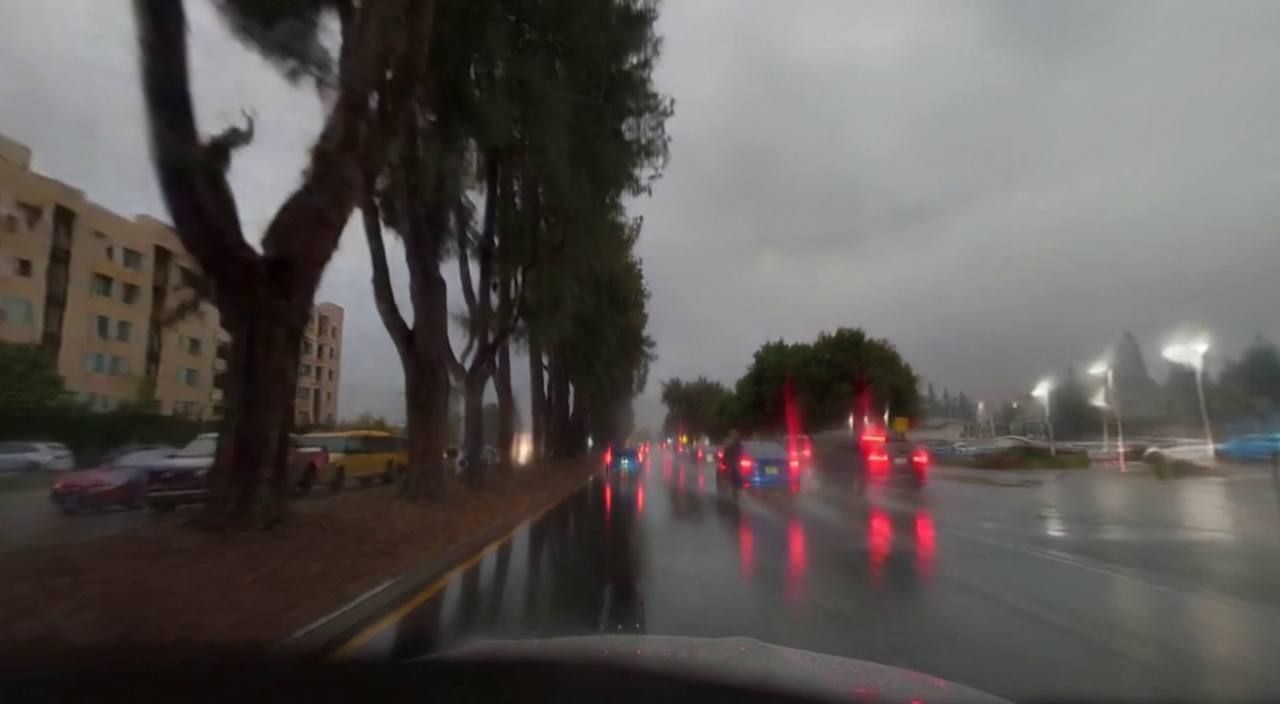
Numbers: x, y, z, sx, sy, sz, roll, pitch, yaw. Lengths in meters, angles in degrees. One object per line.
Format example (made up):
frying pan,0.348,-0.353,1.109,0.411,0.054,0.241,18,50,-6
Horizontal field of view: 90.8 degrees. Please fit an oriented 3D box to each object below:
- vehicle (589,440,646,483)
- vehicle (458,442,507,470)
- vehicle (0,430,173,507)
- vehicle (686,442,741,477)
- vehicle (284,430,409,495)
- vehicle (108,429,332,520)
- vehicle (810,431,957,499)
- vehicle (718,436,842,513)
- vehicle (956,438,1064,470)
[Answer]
vehicle,-0.799,4.120,23.921,1.994,1.479,3.647,0,-9,0
vehicle,-9.510,6.315,38.471,1.953,1.612,4.204,0,-9,-1
vehicle,-16.256,3.279,18.208,1.978,1.905,4.702,0,-9,-1
vehicle,3.286,4.891,28.975,1.908,1.453,4.230,0,-9,-2
vehicle,-9.077,3.454,20.018,1.927,1.788,4.541,1,-9,-3
vehicle,-9.006,2.629,14.169,2.019,1.668,4.433,-1,-8,-1
vehicle,7.143,3.407,19.360,2.224,1.772,5.325,0,-9,-2
vehicle,2.995,2.719,14.424,1.852,1.498,3.825,0,-9,-2
vehicle,20.528,5.690,35.201,4.697,1.691,2.106,0,-9,-1
